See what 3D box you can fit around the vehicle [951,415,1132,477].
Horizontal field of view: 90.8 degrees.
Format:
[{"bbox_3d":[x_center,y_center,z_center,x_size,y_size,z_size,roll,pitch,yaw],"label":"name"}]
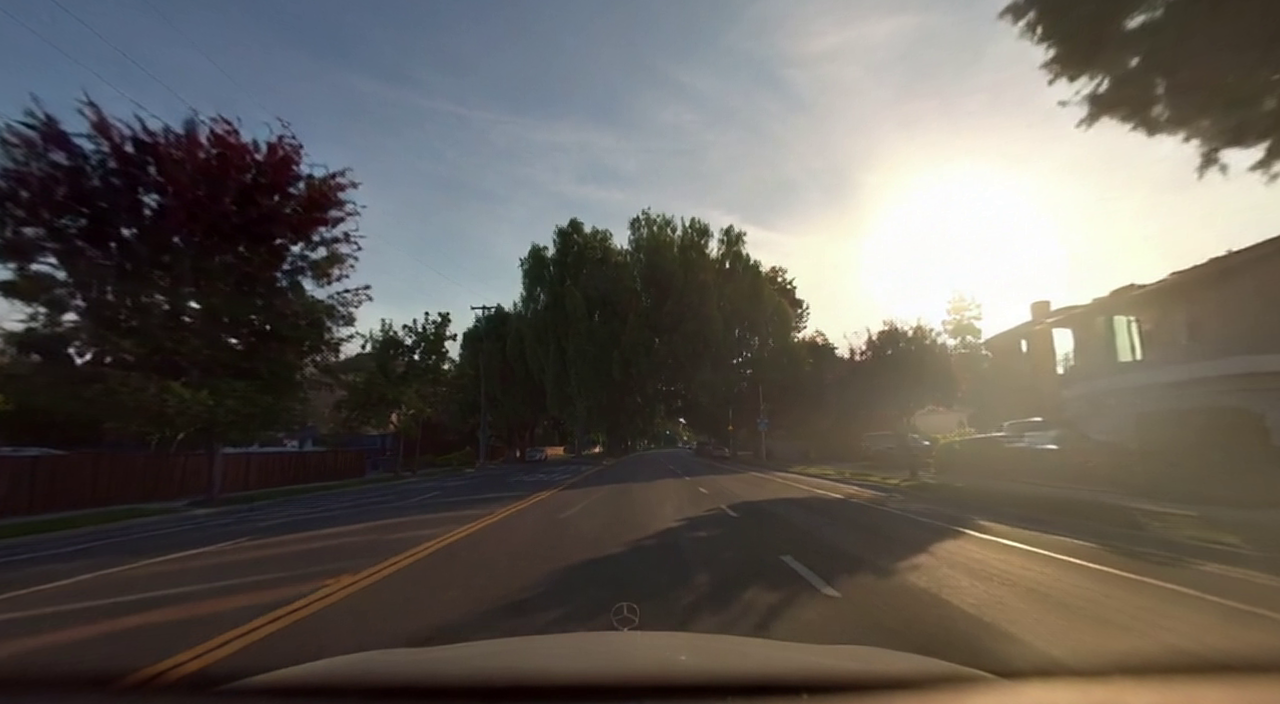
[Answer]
[{"bbox_3d":[13.569,3.206,21.656,4.711,1.979,2.019,-1,-8,4],"label":"vehicle"}]
